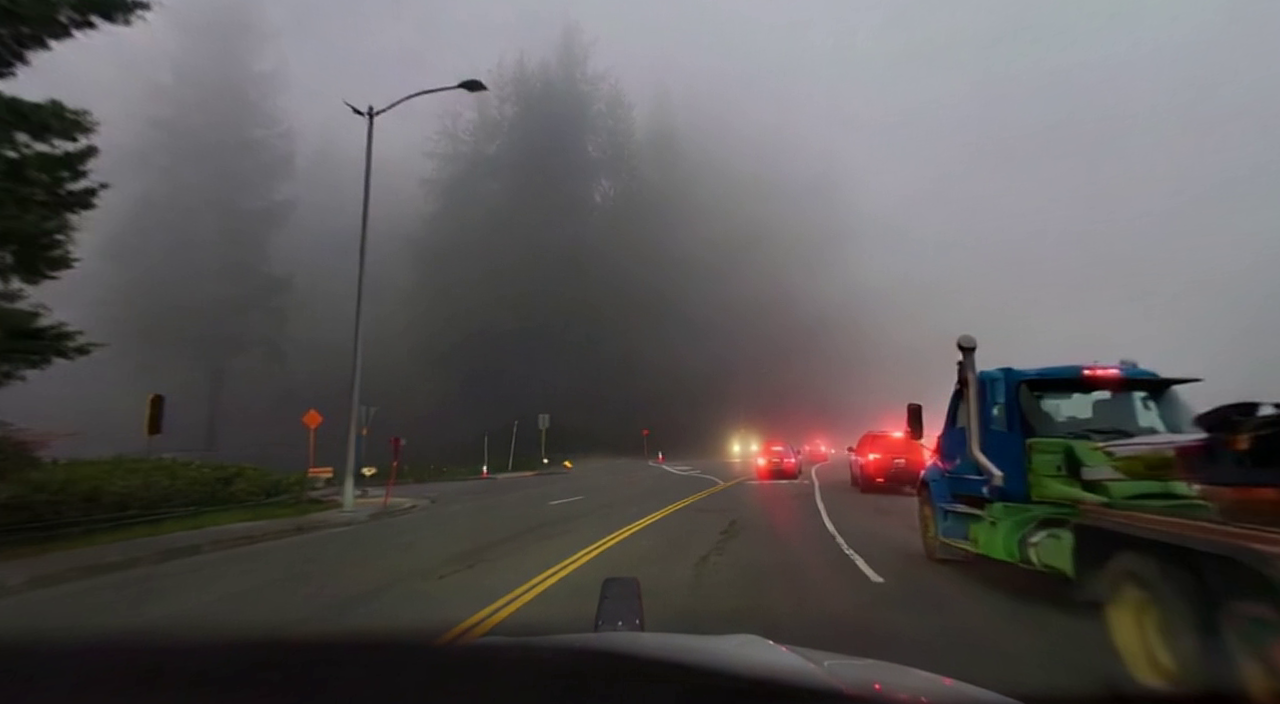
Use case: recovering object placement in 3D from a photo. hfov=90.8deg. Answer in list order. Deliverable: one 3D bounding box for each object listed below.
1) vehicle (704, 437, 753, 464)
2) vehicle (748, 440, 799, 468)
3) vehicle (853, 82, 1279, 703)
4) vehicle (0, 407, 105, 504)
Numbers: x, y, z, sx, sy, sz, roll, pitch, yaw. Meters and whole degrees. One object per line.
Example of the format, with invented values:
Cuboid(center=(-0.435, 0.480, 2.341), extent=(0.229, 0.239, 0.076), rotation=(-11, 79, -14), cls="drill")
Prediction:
Cuboid(center=(6.395, 7.248, 46.388), extent=(1.997, 1.853, 4.654), rotation=(2, -9, -13), cls="vehicle")
Cuboid(center=(8.042, 6.171, 38.372), extent=(1.716, 1.583, 3.770), rotation=(2, -9, -9), cls="vehicle")
Cuboid(center=(3.852, 0.777, 4.922), extent=(3.098, 2.601, 6.758), rotation=(-1, -6, 10), cls="vehicle")
Cuboid(center=(-16.581, 2.752, 17.040), extent=(2.665, 2.465, 1.532), rotation=(3, -8, -18), cls="vehicle")
